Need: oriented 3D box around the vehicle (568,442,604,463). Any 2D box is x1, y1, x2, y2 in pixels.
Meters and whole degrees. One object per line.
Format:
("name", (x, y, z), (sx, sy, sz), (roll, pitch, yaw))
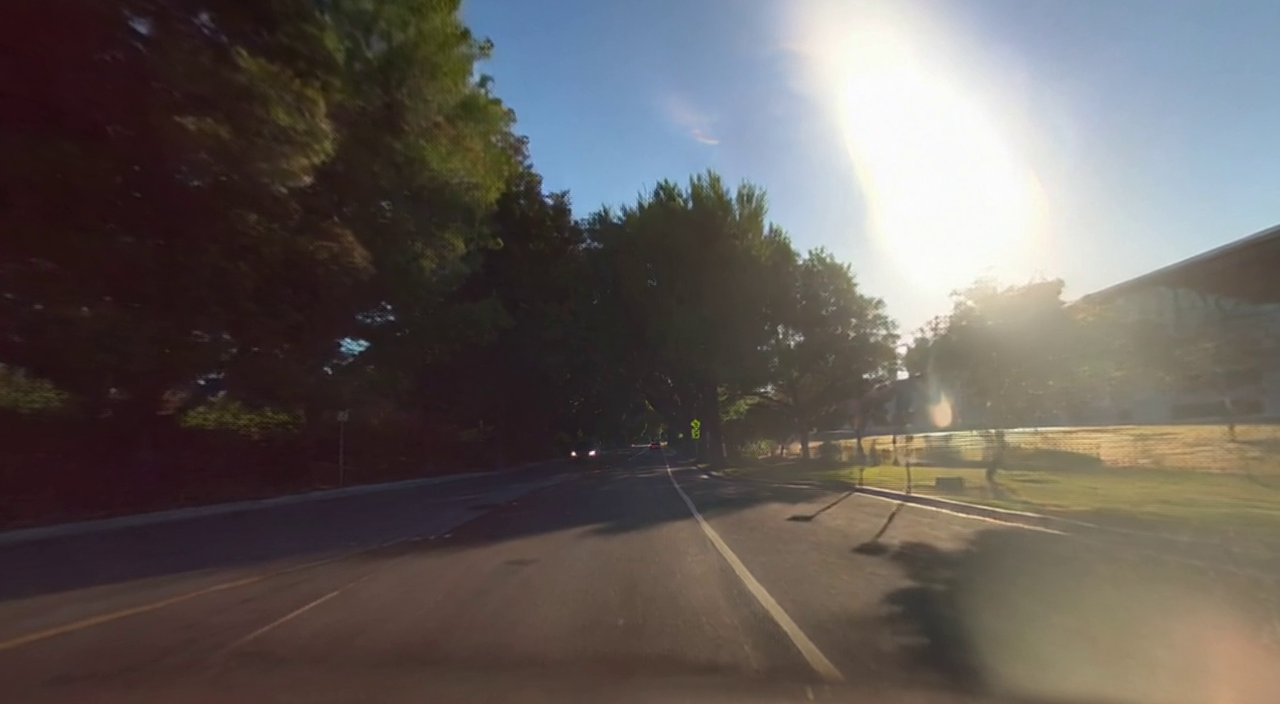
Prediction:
("vehicle", (-3.658, 6.908, 43.393), (1.923, 1.366, 3.965), (-1, -8, 3))
